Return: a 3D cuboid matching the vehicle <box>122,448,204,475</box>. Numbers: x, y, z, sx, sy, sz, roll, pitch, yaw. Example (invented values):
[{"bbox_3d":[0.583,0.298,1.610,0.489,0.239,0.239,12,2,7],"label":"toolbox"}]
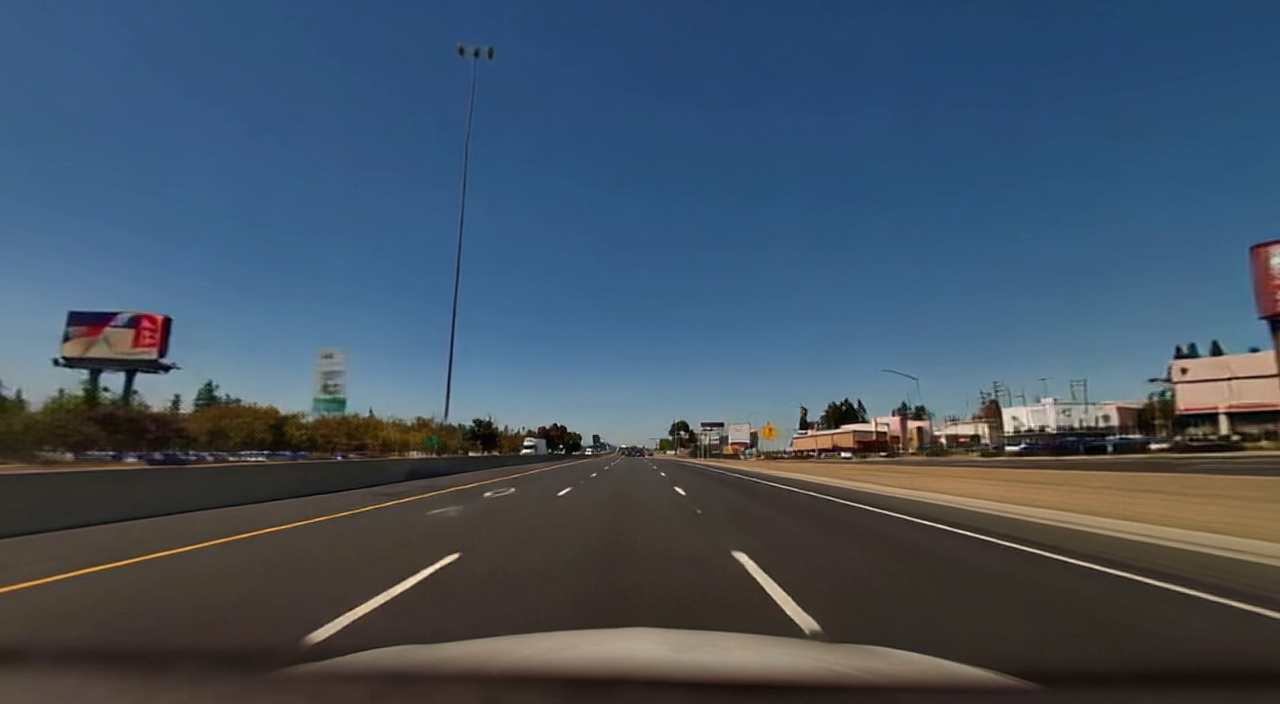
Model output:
[{"bbox_3d":[-30.100,6.894,39.938,1.914,1.618,4.488,1,-9,-4],"label":"vehicle"}]
